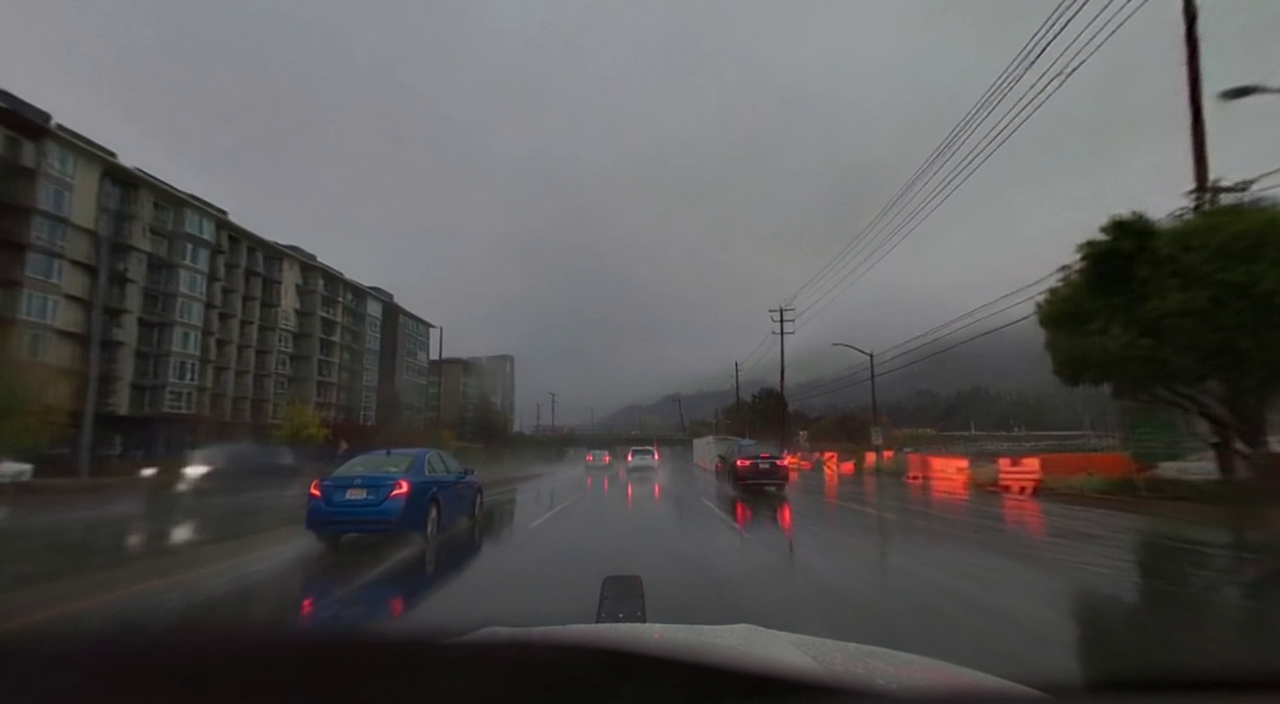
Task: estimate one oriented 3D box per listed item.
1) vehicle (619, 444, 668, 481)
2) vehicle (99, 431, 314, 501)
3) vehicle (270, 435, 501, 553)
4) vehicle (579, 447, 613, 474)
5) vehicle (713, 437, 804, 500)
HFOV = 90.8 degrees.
[{"bbox_3d":[0.139,5.489,31.732,2.291,1.714,4.217,0,-8,0],"label":"vehicle"},{"bbox_3d":[-10.323,2.738,15.622,2.057,1.472,4.526,0,-8,1],"label":"vehicle"},{"bbox_3d":[-3.700,2.117,10.180,1.968,1.473,4.209,0,-8,0],"label":"vehicle"},{"bbox_3d":[-3.181,7.950,46.578,2.190,1.832,4.417,0,-8,1],"label":"vehicle"},{"bbox_3d":[3.685,3.673,20.443,2.029,1.797,4.218,0,-8,-1],"label":"vehicle"}]
